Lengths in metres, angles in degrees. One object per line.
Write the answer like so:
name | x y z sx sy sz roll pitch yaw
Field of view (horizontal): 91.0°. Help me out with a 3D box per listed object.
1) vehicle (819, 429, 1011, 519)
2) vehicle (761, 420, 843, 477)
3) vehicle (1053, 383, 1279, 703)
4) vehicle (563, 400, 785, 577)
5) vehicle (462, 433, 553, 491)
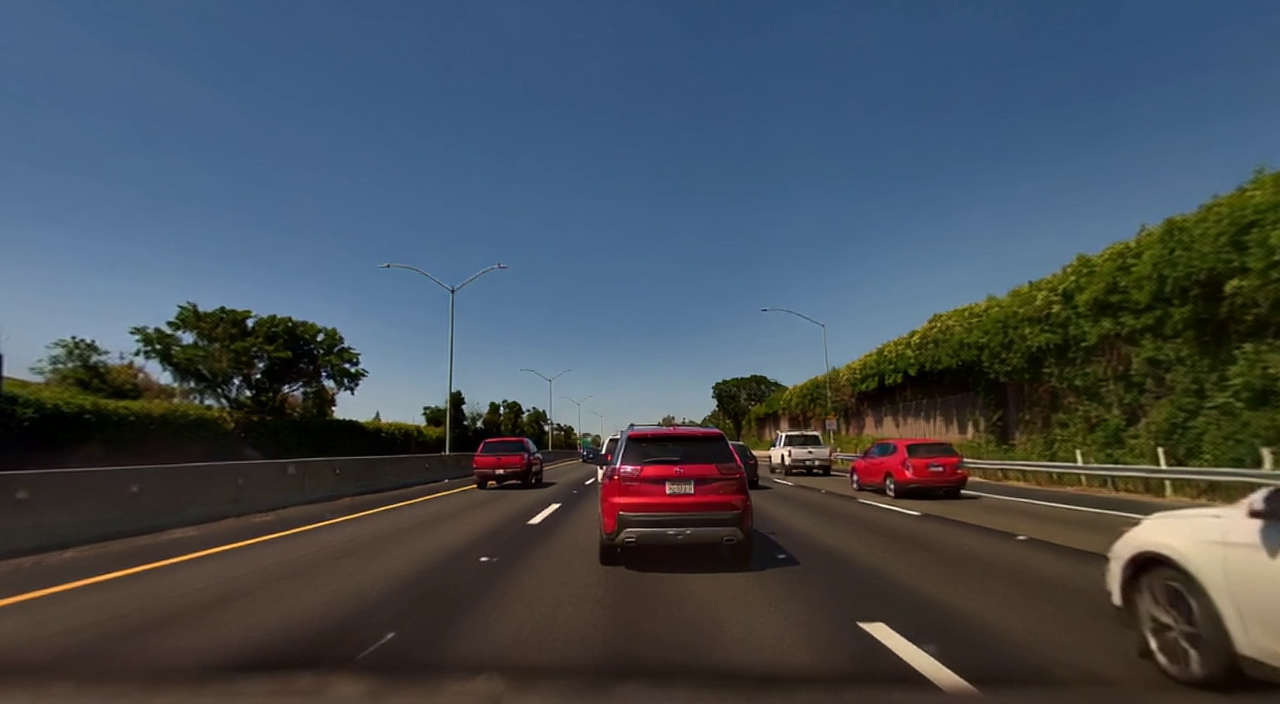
vehicle | 5.765 2.620 13.989 1.972 1.647 4.429 1 -9 -5
vehicle | 7.697 4.710 30.709 2.390 2.503 5.788 0 -9 0
vehicle | 3.278 0.705 1.064 2.028 1.534 4.691 0 -9 1
vehicle | 0.213 1.677 8.374 2.230 1.740 3.976 1 -9 -4
vehicle | -4.394 3.756 21.727 2.047 1.755 4.638 0 -9 1
